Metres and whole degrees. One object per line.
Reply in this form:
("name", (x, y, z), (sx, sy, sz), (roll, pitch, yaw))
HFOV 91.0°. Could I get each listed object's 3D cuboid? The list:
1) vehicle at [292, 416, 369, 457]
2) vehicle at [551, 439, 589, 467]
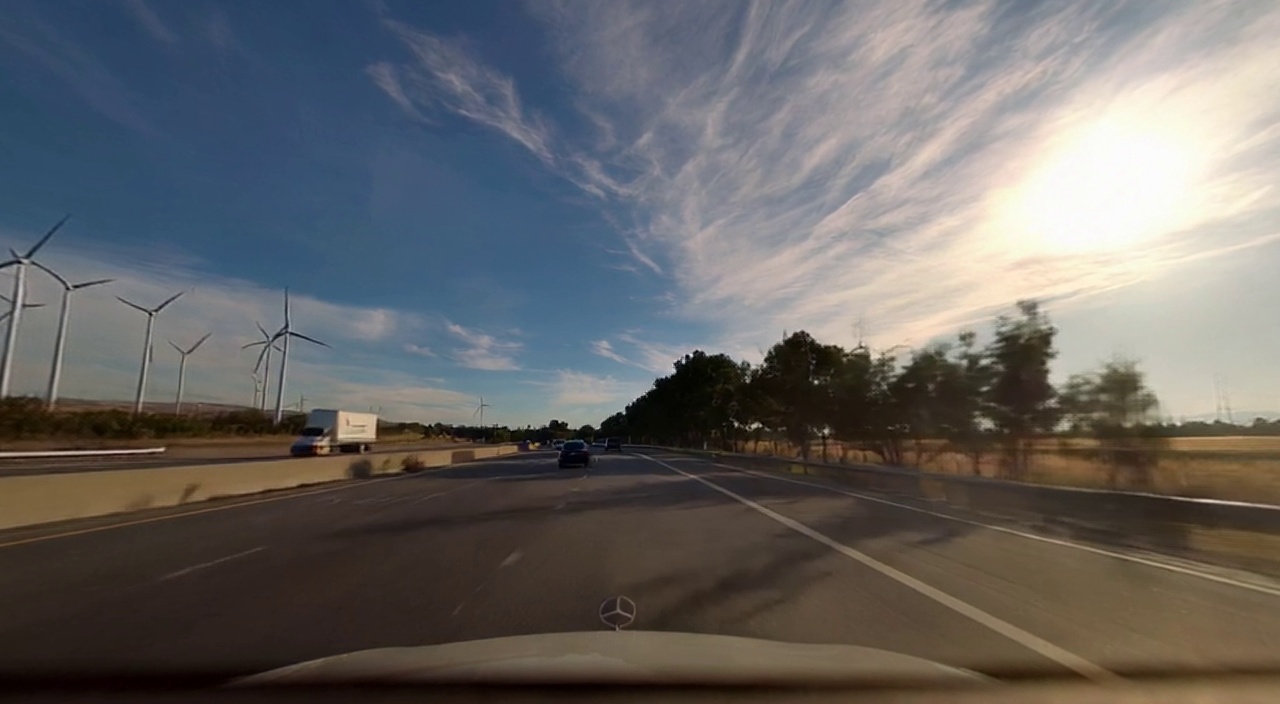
("vehicle", (-24.241, 6.697, 49.706), (2.640, 3.014, 7.308), (0, -8, -3))
("vehicle", (-4.133, 6.007, 37.643), (2.053, 1.549, 4.097), (0, -8, -4))
